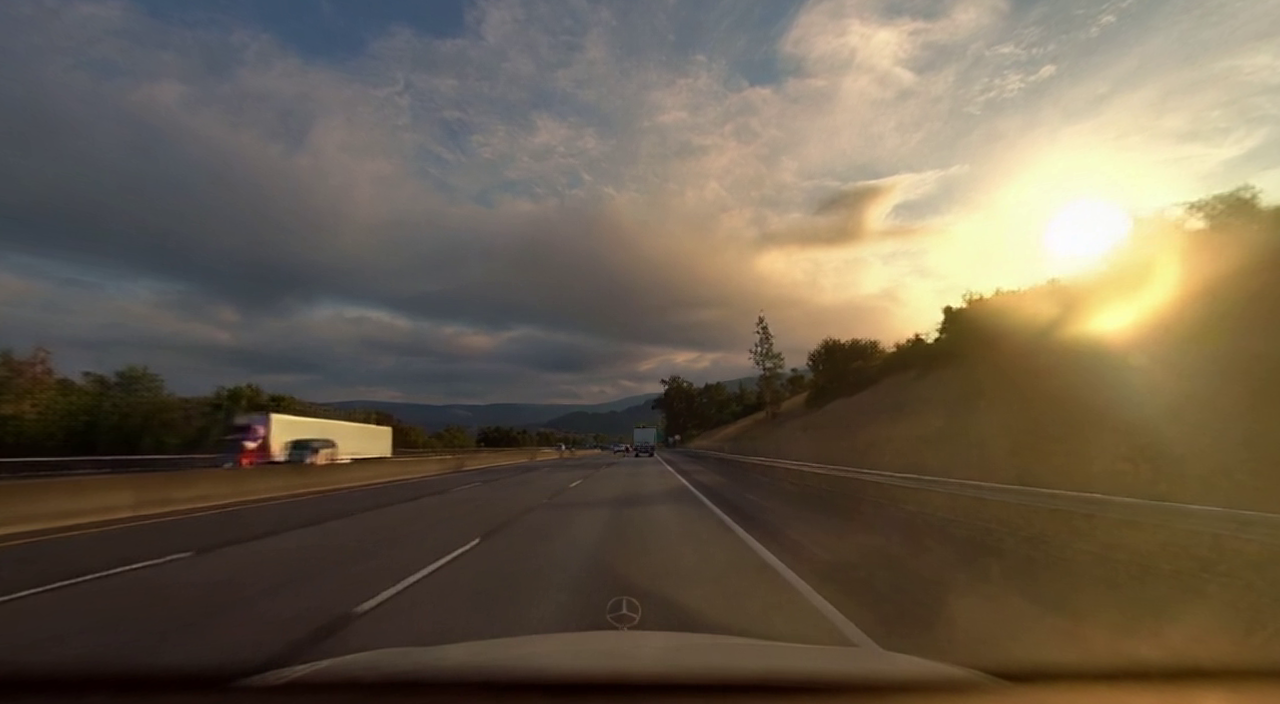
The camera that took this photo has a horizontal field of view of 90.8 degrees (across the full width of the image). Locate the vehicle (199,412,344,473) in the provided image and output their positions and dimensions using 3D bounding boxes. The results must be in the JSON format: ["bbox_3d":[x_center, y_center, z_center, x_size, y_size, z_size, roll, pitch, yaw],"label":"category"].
[{"bbox_3d":[-24.611,6.290,43.247,3.204,3.578,11.064,-1,-9,0],"label":"vehicle"}]

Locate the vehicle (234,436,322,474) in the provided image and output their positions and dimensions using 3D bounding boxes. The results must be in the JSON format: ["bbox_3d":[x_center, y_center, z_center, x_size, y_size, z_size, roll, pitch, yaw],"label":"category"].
[{"bbox_3d":[-20.296,5.816,35.698,1.959,1.963,5.027,-1,-9,0],"label":"vehicle"}]
